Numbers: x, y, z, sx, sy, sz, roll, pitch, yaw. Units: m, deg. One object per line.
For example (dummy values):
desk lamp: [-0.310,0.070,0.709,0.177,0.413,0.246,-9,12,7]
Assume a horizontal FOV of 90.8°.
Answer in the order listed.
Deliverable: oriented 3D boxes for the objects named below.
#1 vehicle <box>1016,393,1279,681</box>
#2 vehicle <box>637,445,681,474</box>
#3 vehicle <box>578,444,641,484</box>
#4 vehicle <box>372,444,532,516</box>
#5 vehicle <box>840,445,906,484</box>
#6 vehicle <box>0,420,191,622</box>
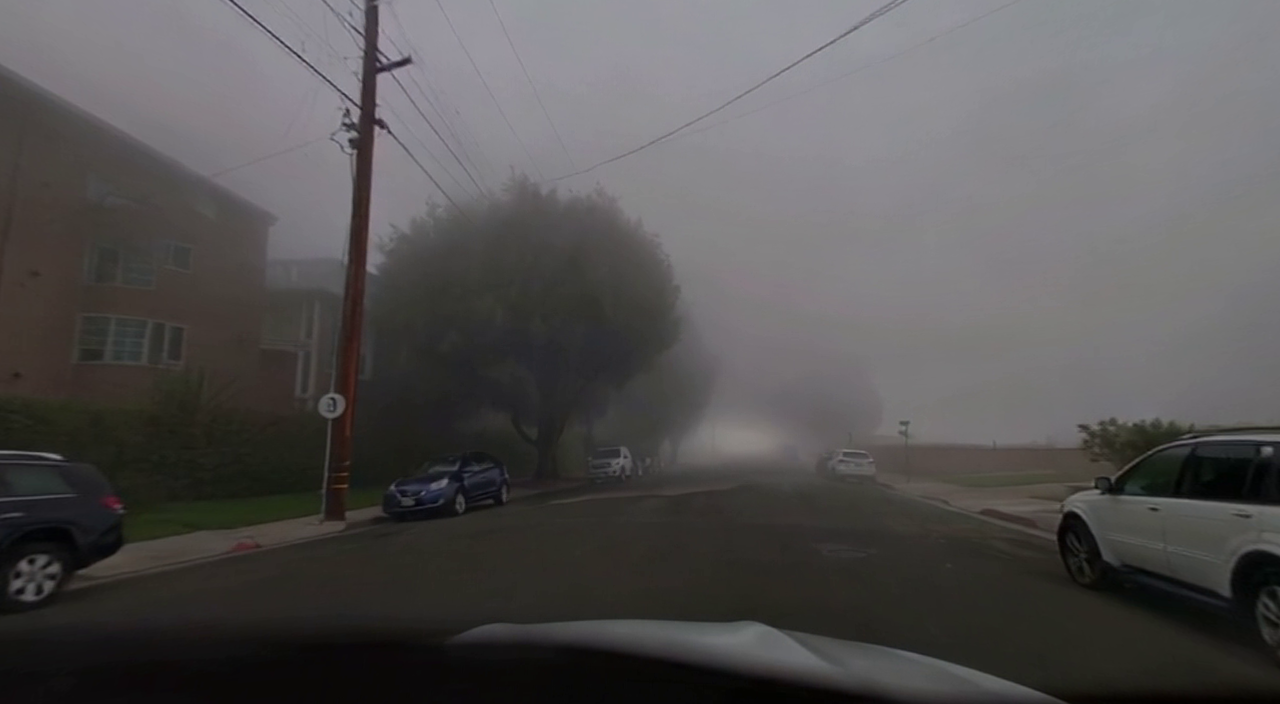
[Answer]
vehicle: [5.122,1.288,5.046,2.180,1.677,4.432,-2,-8,11]
vehicle: [1.400,7.483,43.872,1.953,1.699,4.234,-9,-12,13]
vehicle: [-1.428,5.537,31.612,2.011,1.801,4.676,-2,-9,12]
vehicle: [-4.763,3.410,16.943,2.017,1.582,4.664,-4,-11,13]
vehicle: [9.894,4.780,27.122,1.964,1.515,4.055,-2,-9,11]
vehicle: [-6.733,1.570,5.399,2.068,1.745,4.579,-8,-10,9]
